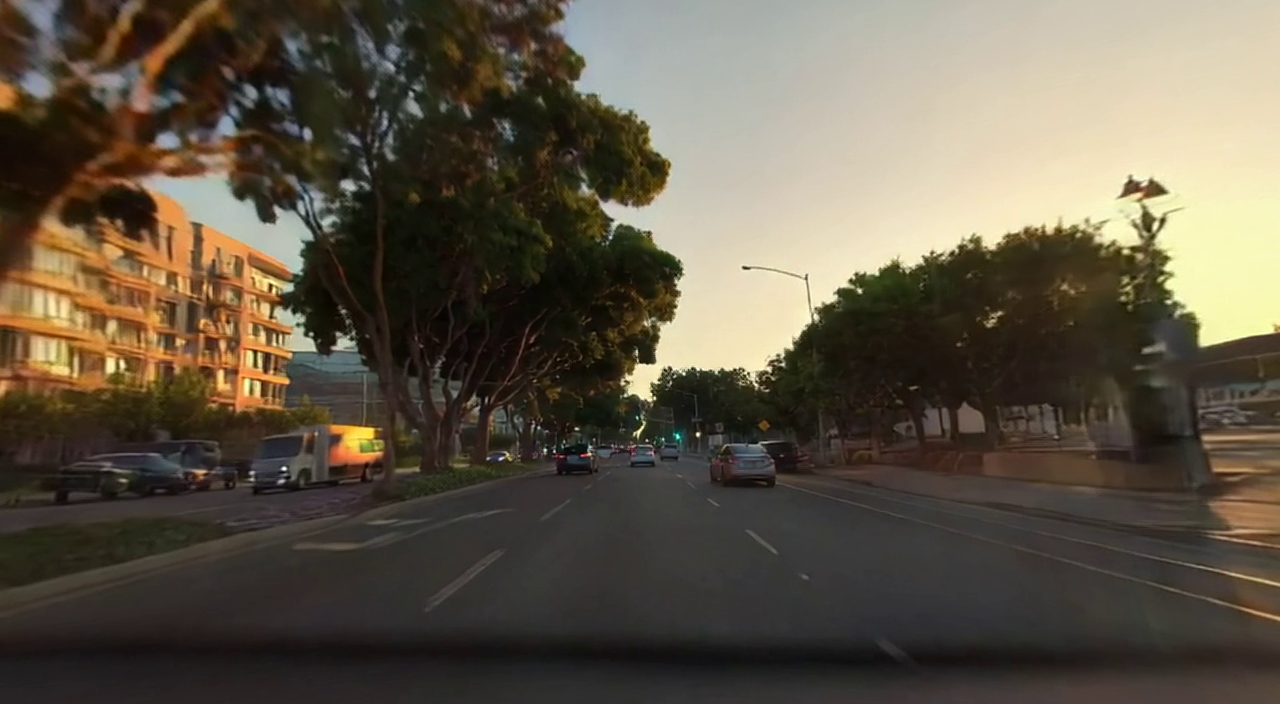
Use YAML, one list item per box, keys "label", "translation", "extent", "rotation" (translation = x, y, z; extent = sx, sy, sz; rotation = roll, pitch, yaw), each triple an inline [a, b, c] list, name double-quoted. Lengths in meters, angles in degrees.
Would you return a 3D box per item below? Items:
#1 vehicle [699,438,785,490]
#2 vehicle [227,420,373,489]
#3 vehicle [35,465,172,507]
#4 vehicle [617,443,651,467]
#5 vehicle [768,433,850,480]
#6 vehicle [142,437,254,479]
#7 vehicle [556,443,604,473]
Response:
- label: "vehicle"
  translation: [3.237, 3.651, 20.886]
  extent: [1.990, 1.486, 4.431]
  rotation: [0, -9, -1]
- label: "vehicle"
  translation: [-19.063, 5.827, 36.365]
  extent: [2.995, 3.396, 9.534]
  rotation: [0, -9, 0]
- label: "vehicle"
  translation: [-22.572, 5.602, 26.795]
  extent: [1.871, 1.471, 4.482]
  rotation: [0, -9, 0]
- label: "vehicle"
  translation: [-0.380, 6.720, 41.386]
  extent: [2.101, 1.480, 3.929]
  rotation: [0, -9, 0]
- label: "vehicle"
  translation: [6.922, 4.357, 26.458]
  extent: [2.023, 1.758, 4.795]
  rotation: [0, -9, -1]
- label: "vehicle"
  translation: [-31.594, 7.587, 45.213]
  extent: [6.185, 2.849, 2.291]
  rotation: [0, -9, -1]
- label: "vehicle"
  translation: [-3.174, 5.741, 34.311]
  extent: [2.082, 1.467, 4.379]
  rotation: [-1, -9, 1]
